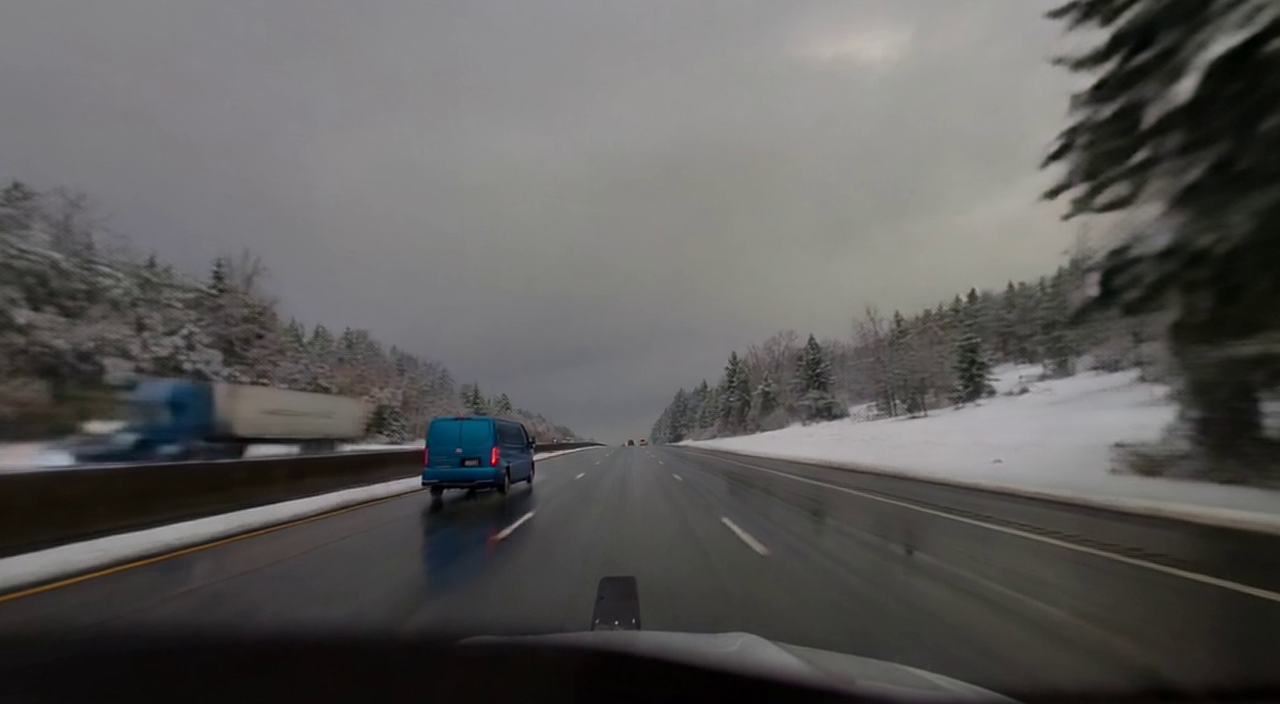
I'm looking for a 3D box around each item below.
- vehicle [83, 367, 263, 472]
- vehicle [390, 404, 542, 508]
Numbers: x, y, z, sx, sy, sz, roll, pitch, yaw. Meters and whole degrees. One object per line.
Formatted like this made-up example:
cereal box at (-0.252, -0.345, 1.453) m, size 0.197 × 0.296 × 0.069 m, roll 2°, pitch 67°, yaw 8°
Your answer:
vehicle at (-19.955, 3.010, 27.532) m, size 3.062 × 4.064 × 6.154 m, roll 0°, pitch -7°, yaw -1°
vehicle at (-3.781, 2.349, 14.744) m, size 2.297 × 2.011 × 4.736 m, roll 0°, pitch -8°, yaw -2°
